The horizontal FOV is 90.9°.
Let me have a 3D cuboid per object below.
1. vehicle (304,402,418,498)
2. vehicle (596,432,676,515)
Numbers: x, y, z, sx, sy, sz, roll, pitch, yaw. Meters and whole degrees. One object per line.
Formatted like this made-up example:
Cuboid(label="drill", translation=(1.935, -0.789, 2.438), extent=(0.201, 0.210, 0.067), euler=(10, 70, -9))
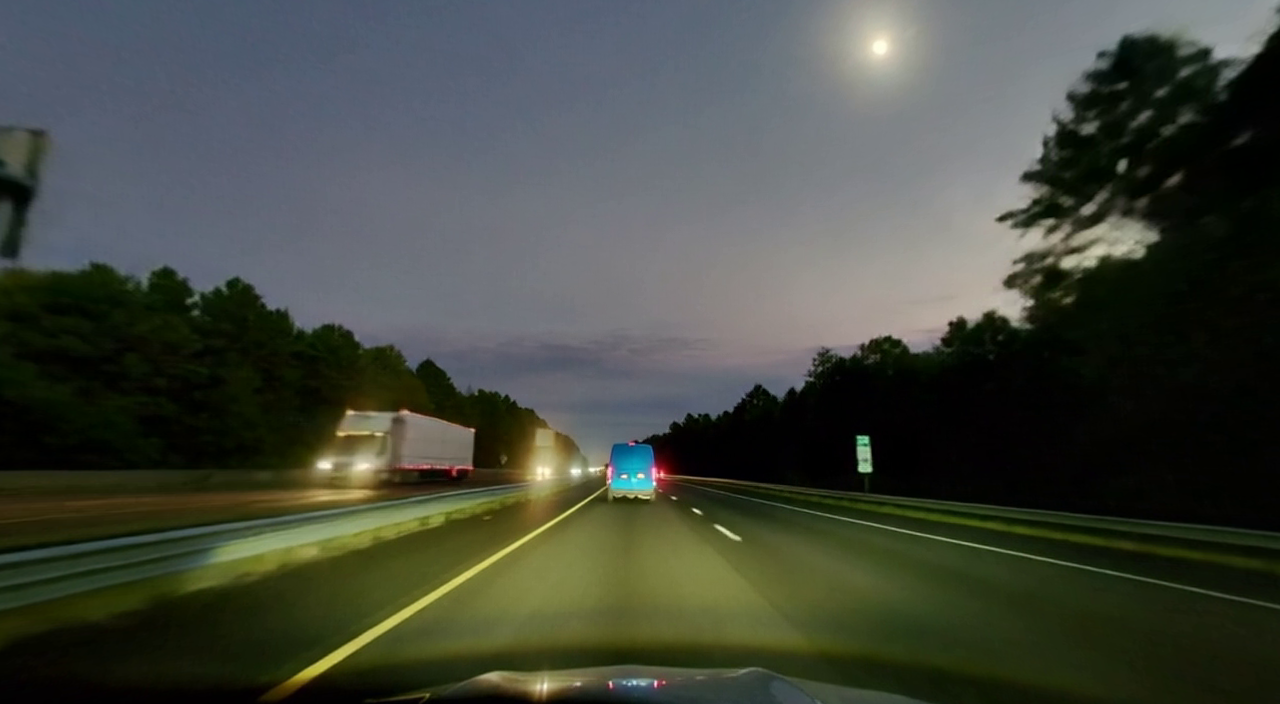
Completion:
Cuboid(label="vehicle", translation=(-13.930, 5.020, 32.059), extent=(3.147, 4.399, 5.202), euler=(1, -10, 0))
Cuboid(label="vehicle", translation=(-0.249, 4.194, 21.969), extent=(2.375, 2.432, 6.161), euler=(1, -10, -2))
